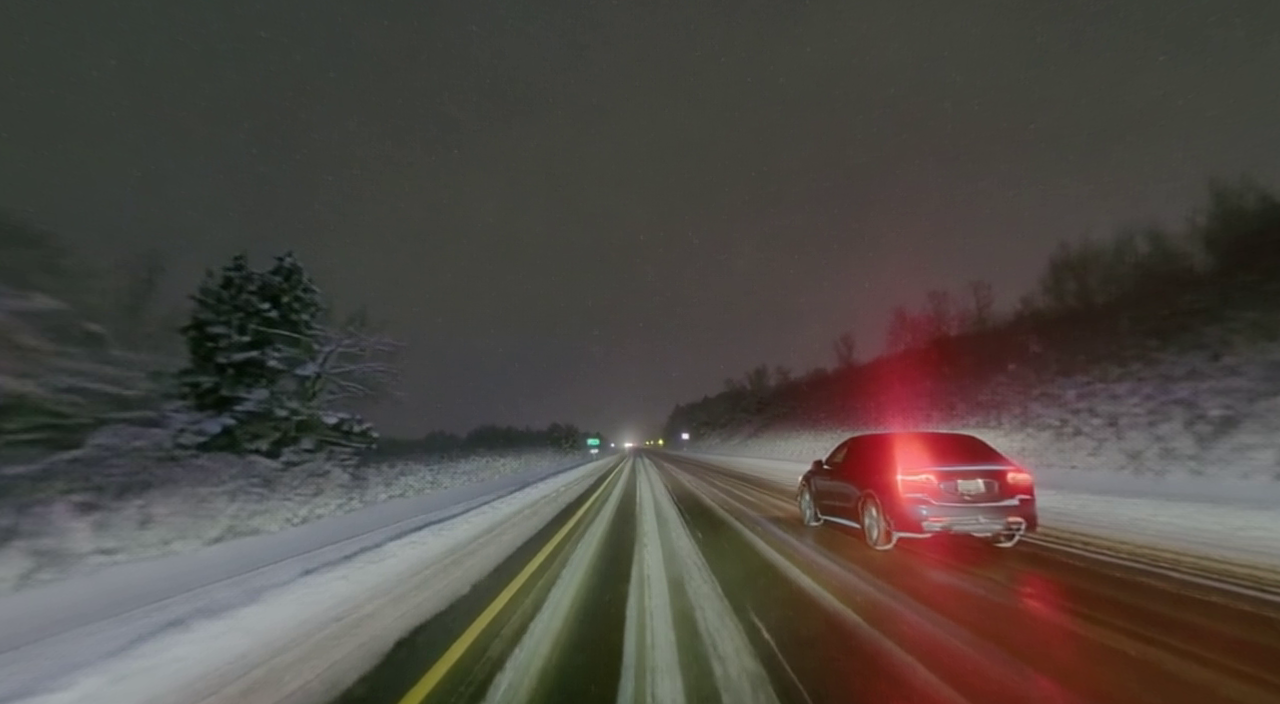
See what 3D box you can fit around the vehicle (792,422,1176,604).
[{"bbox_3d":[3.380,1.660,7.478,2.003,1.466,4.441,0,-8,0],"label":"vehicle"}]
